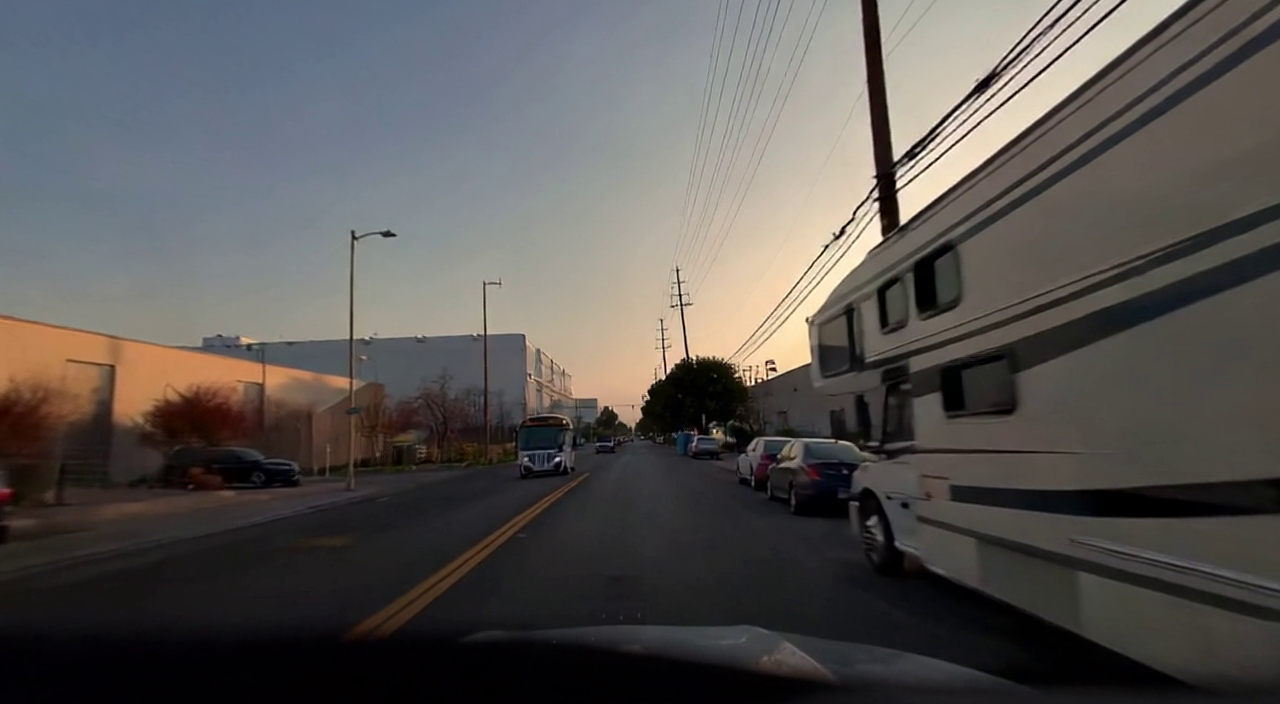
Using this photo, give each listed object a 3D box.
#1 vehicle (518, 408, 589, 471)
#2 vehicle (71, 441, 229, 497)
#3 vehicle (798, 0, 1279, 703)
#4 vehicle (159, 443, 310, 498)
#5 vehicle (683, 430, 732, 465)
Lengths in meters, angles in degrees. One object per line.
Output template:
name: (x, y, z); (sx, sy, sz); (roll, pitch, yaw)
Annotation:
vehicle: (-3.728, 3.978, 28.703); (2.280, 2.522, 6.402); (0, -8, 0)
vehicle: (-14.954, 3.540, 19.595); (1.895, 1.537, 3.790); (0, -8, -2)
vehicle: (3.831, 0.068, 4.163); (3.029, 3.860, 7.726); (-5, -10, -2)
vehicle: (-12.393, 3.603, 19.736); (1.879, 1.502, 4.386); (0, -8, -1)
vehicle: (3.765, 5.450, 36.129); (2.112, 1.848, 4.913); (0, -8, -2)
